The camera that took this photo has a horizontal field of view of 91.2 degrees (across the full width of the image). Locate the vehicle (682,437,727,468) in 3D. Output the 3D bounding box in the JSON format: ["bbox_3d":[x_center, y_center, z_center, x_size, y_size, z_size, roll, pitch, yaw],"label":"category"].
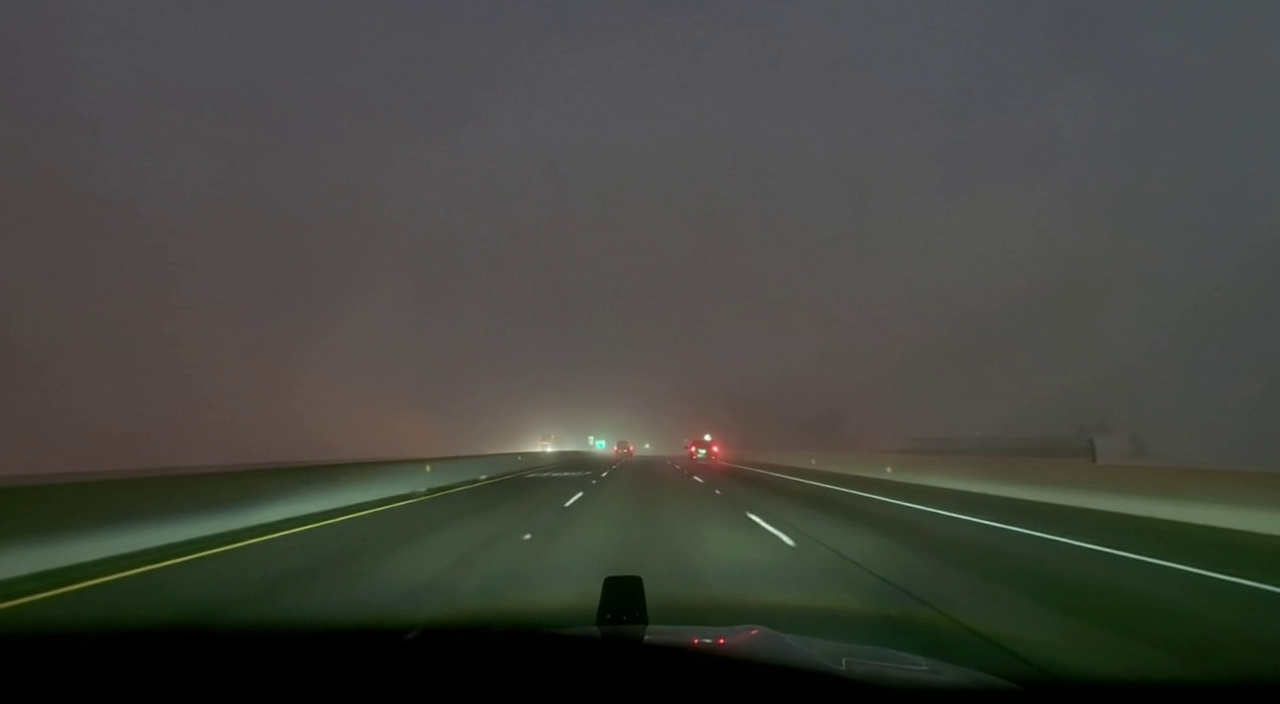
[{"bbox_3d":[3.656,5.812,36.415,2.202,1.682,4.188,0,-8,0],"label":"vehicle"}]
